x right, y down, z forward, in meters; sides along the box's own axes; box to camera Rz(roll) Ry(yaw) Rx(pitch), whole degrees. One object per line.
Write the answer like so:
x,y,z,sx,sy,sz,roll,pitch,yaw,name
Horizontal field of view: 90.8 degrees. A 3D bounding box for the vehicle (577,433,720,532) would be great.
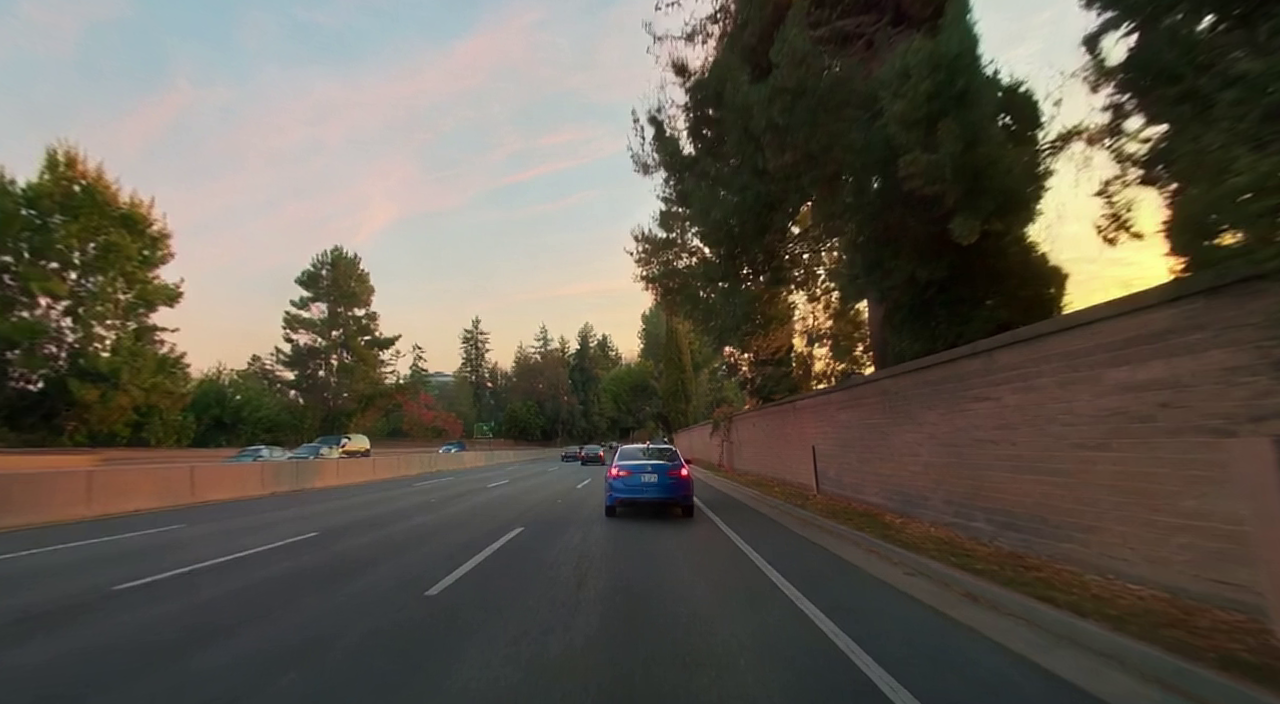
0.121,2.336,11.955,2.205,1.509,4.272,0,-8,0,vehicle
